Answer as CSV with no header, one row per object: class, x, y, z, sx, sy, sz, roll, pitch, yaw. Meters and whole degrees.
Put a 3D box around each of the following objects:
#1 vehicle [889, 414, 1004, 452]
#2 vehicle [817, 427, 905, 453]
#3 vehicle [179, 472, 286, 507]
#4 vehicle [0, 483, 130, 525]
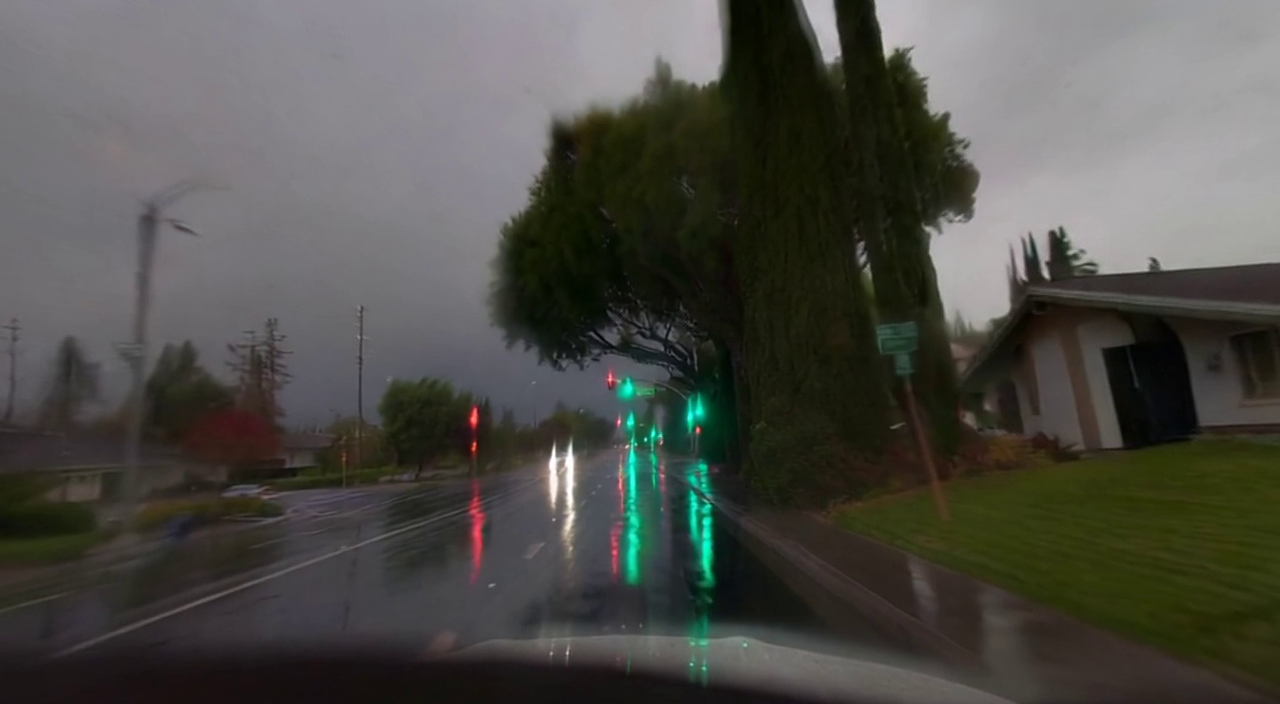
vehicle,14.268,3.821,29.414,4.319,1.700,2.034,0,-8,-1
vehicle,13.352,5.370,38.153,4.580,1.534,1.919,0,-8,-1
vehicle,-24.442,8.247,37.773,4.933,1.792,2.133,0,-9,4
vehicle,-26.779,7.033,29.154,4.177,1.640,2.119,1,-9,-2
